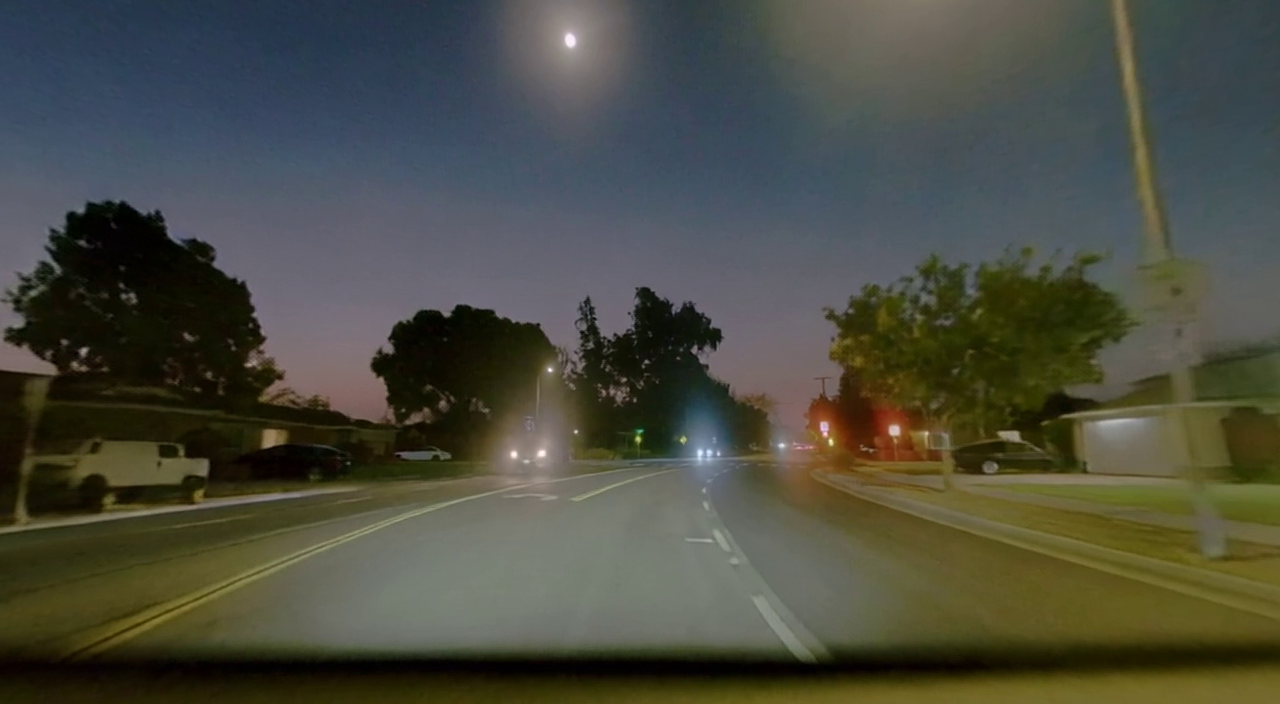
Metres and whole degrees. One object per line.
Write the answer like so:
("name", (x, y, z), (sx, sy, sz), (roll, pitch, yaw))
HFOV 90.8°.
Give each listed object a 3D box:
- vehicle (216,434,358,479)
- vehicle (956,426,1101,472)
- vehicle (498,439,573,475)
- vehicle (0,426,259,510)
("vehicle", (-17.168, 5.126, 30.788), (6.010, 1.935, 2.255), (-4, -10, 14))
("vehicle", (17.531, 4.470, 28.869), (5.073, 1.729, 2.161), (-6, -11, 16))
("vehicle", (-5.909, 6.060, 36.677), (2.272, 1.920, 5.737), (-2, -9, 12))
("vehicle", (-14.671, 3.255, 18.388), (2.418, 1.969, 6.615), (-1, -9, 7))
